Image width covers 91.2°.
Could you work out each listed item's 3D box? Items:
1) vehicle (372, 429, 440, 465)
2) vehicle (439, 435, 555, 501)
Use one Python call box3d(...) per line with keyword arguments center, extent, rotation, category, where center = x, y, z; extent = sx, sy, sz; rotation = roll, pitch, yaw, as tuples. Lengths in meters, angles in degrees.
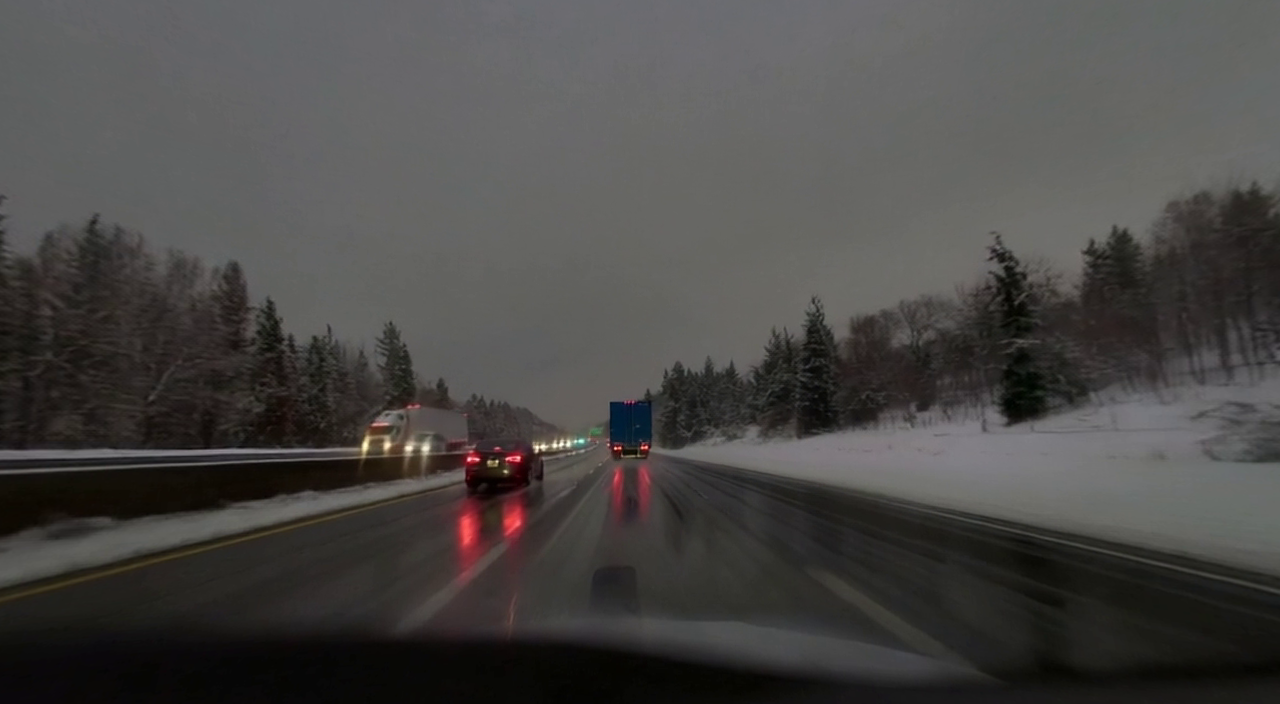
box3d(center=(-13.319, 5.479, 36.017), extent=(2.047, 1.878, 4.683), rotation=(0, -9, 0), category="vehicle")
box3d(center=(-3.662, 3.074, 16.931), extent=(2.057, 1.519, 4.372), rotation=(0, -9, 1), category="vehicle")
